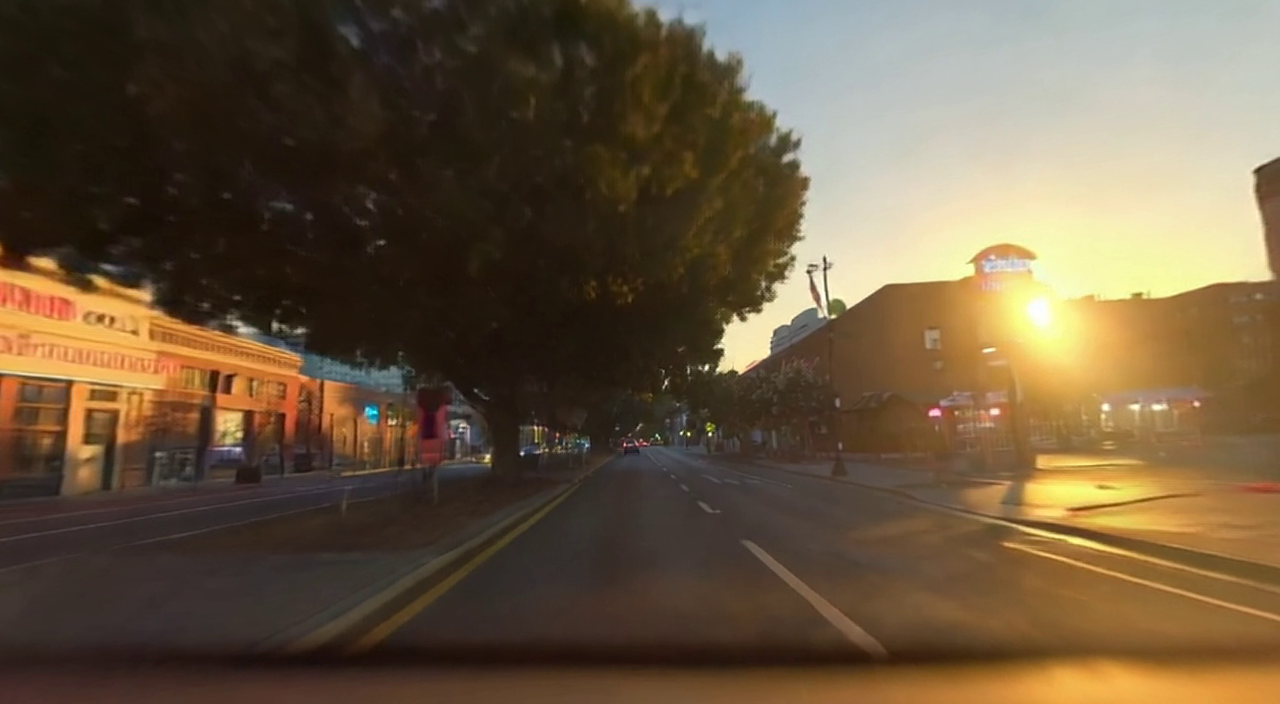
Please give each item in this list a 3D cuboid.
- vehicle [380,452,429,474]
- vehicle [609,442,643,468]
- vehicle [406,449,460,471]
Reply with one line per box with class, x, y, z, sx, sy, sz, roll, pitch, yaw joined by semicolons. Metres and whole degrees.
vehicle;-16.233;7.643;43.744;1.792;1.413;4.452;0;-9;-2
vehicle;-0.890;6.417;39.607;2.045;1.510;3.690;0;-9;-2
vehicle;-16.040;8.375;49.182;2.098;1.524;5.102;-1;-9;5
